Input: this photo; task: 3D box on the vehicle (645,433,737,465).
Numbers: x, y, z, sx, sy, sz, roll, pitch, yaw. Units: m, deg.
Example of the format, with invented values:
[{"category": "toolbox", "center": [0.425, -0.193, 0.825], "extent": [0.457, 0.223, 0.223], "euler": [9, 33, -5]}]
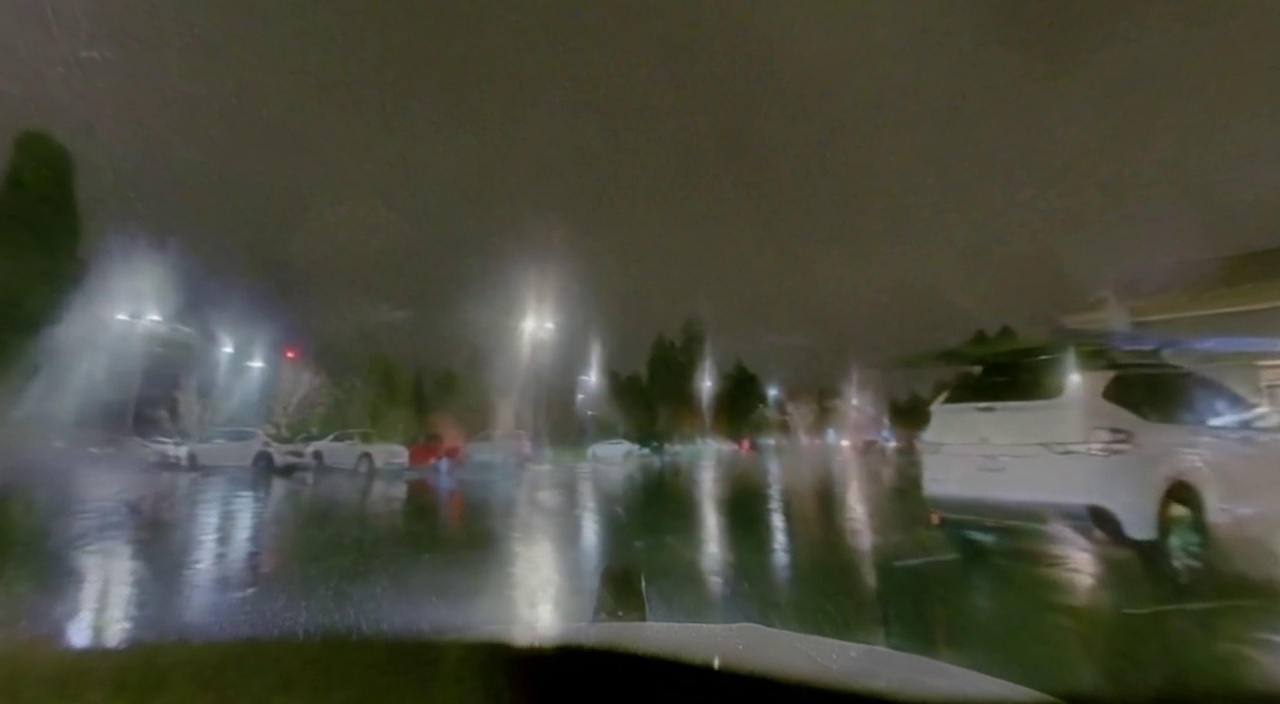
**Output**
[{"category": "vehicle", "center": [2.485, 4.691, 30.440], "extent": [4.106, 1.449, 1.760], "euler": [6, -10, -28]}]

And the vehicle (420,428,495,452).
[{"category": "vehicle", "center": [-12.696, 6.145, 43.992], "extent": [4.601, 1.484, 1.839], "euler": [7, -11, -34]}]

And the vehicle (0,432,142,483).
[{"category": "vehicle", "center": [-18.168, 3.128, 18.851], "extent": [4.772, 1.441, 1.976], "euler": [6, -10, -27]}]

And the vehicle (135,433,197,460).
[{"category": "vehicle", "center": [-27.565, 5.532, 36.900], "extent": [2.190, 1.441, 3.759], "euler": [6, -10, -27]}]

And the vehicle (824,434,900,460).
[{"category": "vehicle", "center": [12.562, 5.392, 35.760], "extent": [4.059, 1.388, 1.726], "euler": [6, -10, -28]}]

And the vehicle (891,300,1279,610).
[{"category": "vehicle", "center": [5.477, 1.092, 6.850], "extent": [5.237, 2.257, 2.200], "euler": [6, -10, -28]}]

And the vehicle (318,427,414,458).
[{"category": "vehicle", "center": [-15.340, 5.110, 35.485], "extent": [4.666, 1.634, 1.816], "euler": [5, -10, -29]}]

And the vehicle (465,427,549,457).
[{"category": "vehicle", "center": [-8.280, 5.554, 39.342], "extent": [4.660, 1.687, 1.981], "euler": [4, -7, -31]}]

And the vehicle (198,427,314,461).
[{"category": "vehicle", "center": [-19.870, 4.770, 32.972], "extent": [4.939, 1.664, 2.055], "euler": [4, -9, -28]}]
